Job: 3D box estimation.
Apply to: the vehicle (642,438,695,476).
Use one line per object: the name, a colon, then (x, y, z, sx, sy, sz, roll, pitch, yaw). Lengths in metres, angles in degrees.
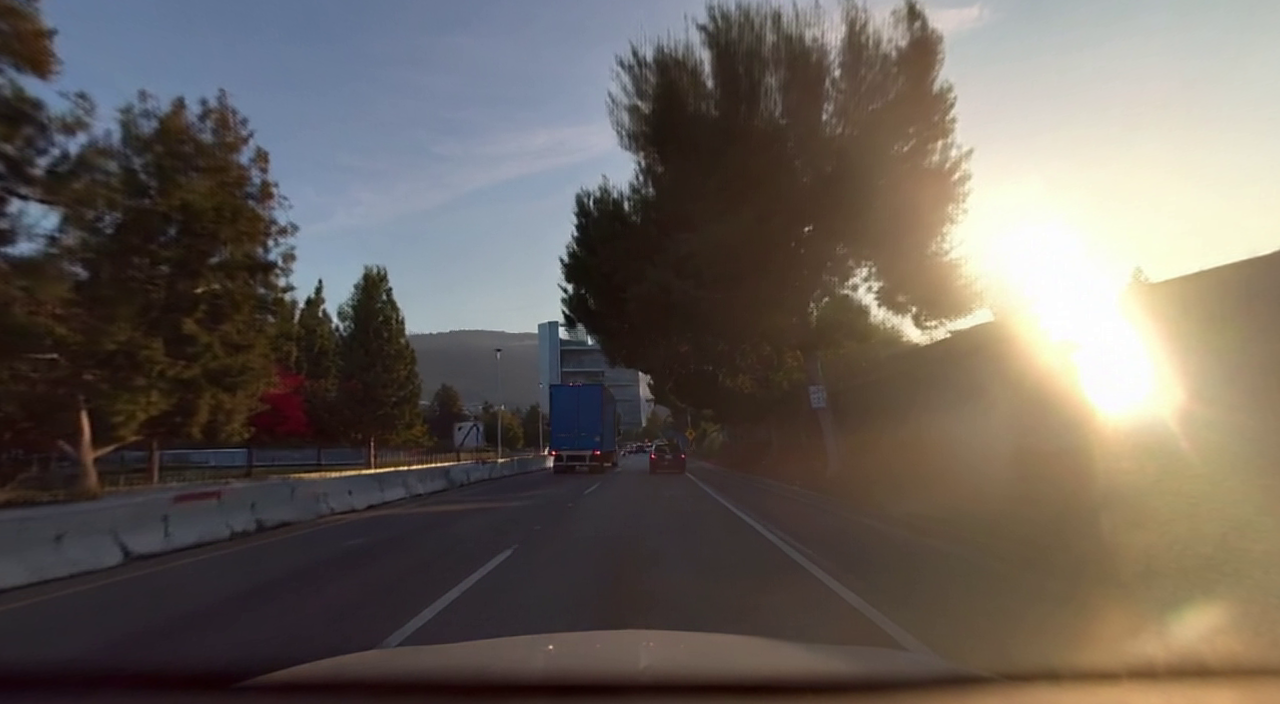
vehicle: (1.252, 4.974, 30.127, 2.304, 1.675, 4.462, 0, -8, 0)

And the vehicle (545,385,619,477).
vehicle: (-2.846, 4.673, 36.251, 2.906, 4.115, 15.715, 0, -8, 0)
